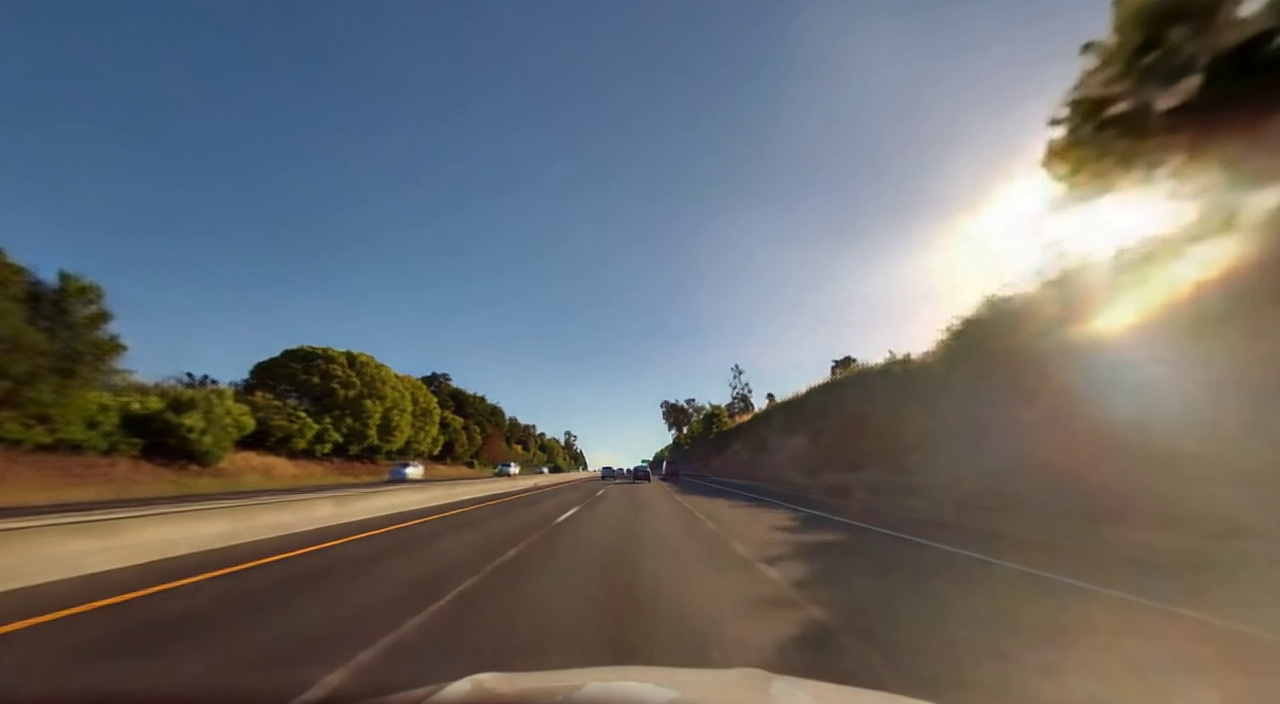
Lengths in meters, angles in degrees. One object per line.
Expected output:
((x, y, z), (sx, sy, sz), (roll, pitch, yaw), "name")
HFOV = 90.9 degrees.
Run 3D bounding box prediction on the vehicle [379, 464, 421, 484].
((-18.864, 9.604, 49.708), (1.716, 1.454, 3.893), (1, -10, 1), "vehicle")
